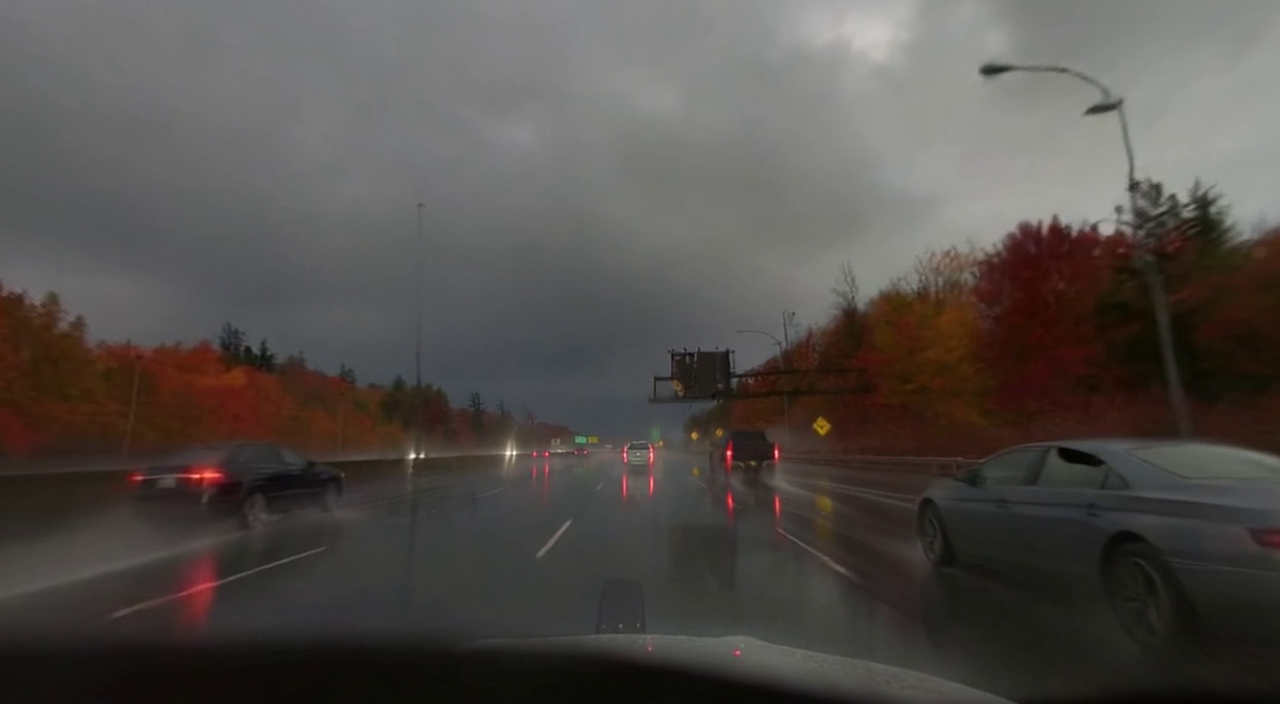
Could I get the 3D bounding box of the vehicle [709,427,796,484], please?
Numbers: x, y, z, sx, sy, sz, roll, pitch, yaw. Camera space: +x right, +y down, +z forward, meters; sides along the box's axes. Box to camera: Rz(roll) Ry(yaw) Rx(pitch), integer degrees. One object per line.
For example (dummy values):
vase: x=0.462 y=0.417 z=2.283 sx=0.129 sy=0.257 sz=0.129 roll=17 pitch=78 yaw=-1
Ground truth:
vehicle: x=4.292 y=4.115 z=25.194 sx=2.388 sy=1.998 sz=5.749 roll=0 pitch=-9 yaw=0

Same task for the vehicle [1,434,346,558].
vehicle: x=-6.901 y=2.152 z=10.189 sx=2.014 sy=1.526 sz=4.577 roll=0 pitch=-9 yaw=1

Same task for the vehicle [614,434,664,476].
vehicle: x=0.000 y=5.272 z=32.455 sx=2.372 sy=1.957 sz=5.121 roll=0 pitch=-9 yaw=1

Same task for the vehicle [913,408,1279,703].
vehicle: x=4.065 y=1.274 z=4.554 sx=2.057 sy=1.508 sz=4.767 roll=0 pitch=-9 yaw=0
